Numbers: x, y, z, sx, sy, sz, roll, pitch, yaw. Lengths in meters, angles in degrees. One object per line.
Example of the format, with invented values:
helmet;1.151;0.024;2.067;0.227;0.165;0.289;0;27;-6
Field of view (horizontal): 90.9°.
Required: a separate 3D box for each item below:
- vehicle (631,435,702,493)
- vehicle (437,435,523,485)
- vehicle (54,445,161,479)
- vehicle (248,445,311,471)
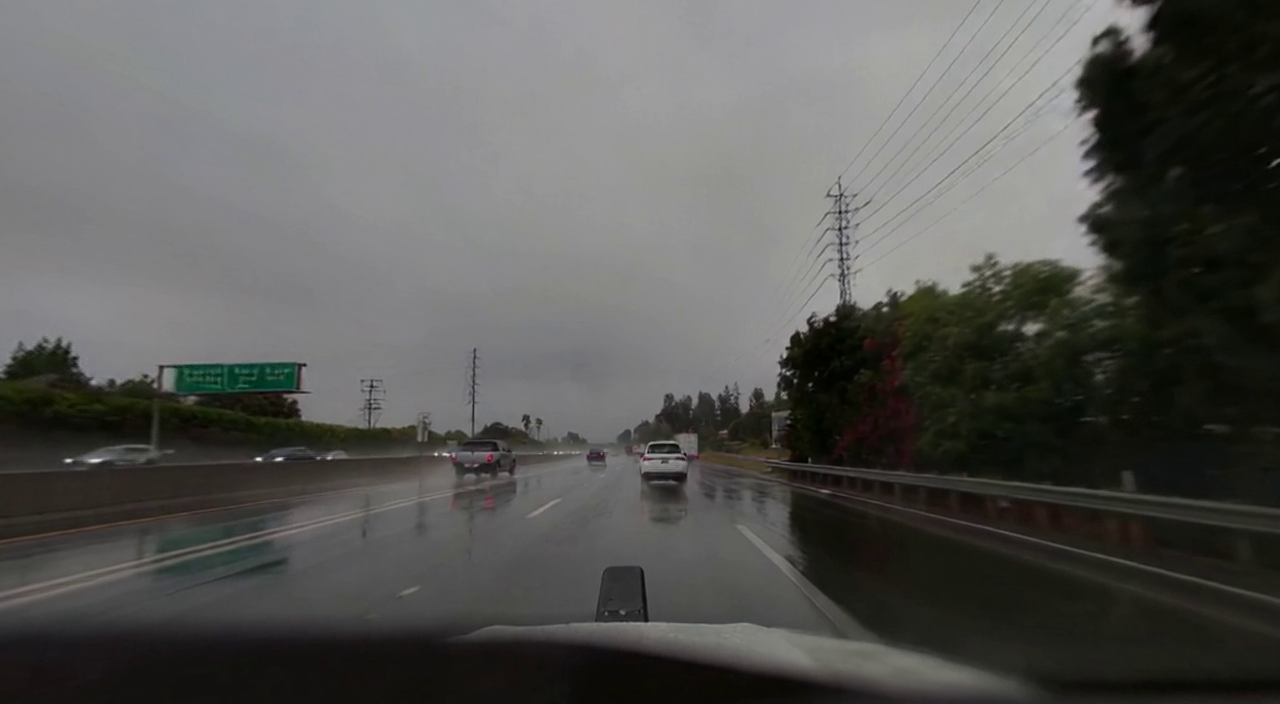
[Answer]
vehicle;0.813;3.674;21.016;2.134;1.733;4.049;0;-8;0
vehicle;-6.338;4.333;25.590;2.220;1.841;4.516;0;-8;1
vehicle;-24.147;4.966;28.751;1.625;1.436;3.628;0;-8;1
vehicle;-20.575;6.019;36.086;1.556;1.393;3.373;0;-9;0
